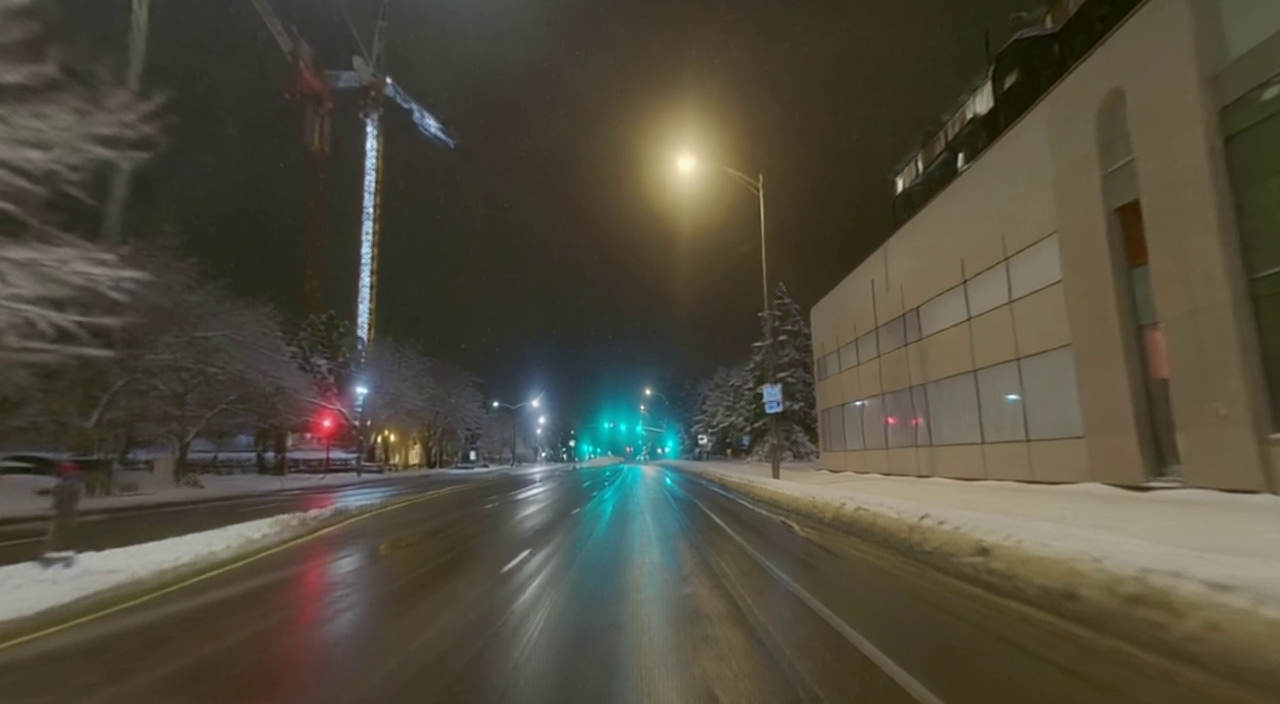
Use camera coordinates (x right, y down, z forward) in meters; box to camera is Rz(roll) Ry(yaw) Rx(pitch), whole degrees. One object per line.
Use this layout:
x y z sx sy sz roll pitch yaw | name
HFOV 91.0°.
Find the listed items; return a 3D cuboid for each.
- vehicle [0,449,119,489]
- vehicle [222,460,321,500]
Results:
-25.329 4.958 26.854 4.308 1.612 1.989 1 -9 -2 | vehicle
-17.092 5.943 29.521 1.921 1.541 4.541 -1 -8 0 | vehicle
